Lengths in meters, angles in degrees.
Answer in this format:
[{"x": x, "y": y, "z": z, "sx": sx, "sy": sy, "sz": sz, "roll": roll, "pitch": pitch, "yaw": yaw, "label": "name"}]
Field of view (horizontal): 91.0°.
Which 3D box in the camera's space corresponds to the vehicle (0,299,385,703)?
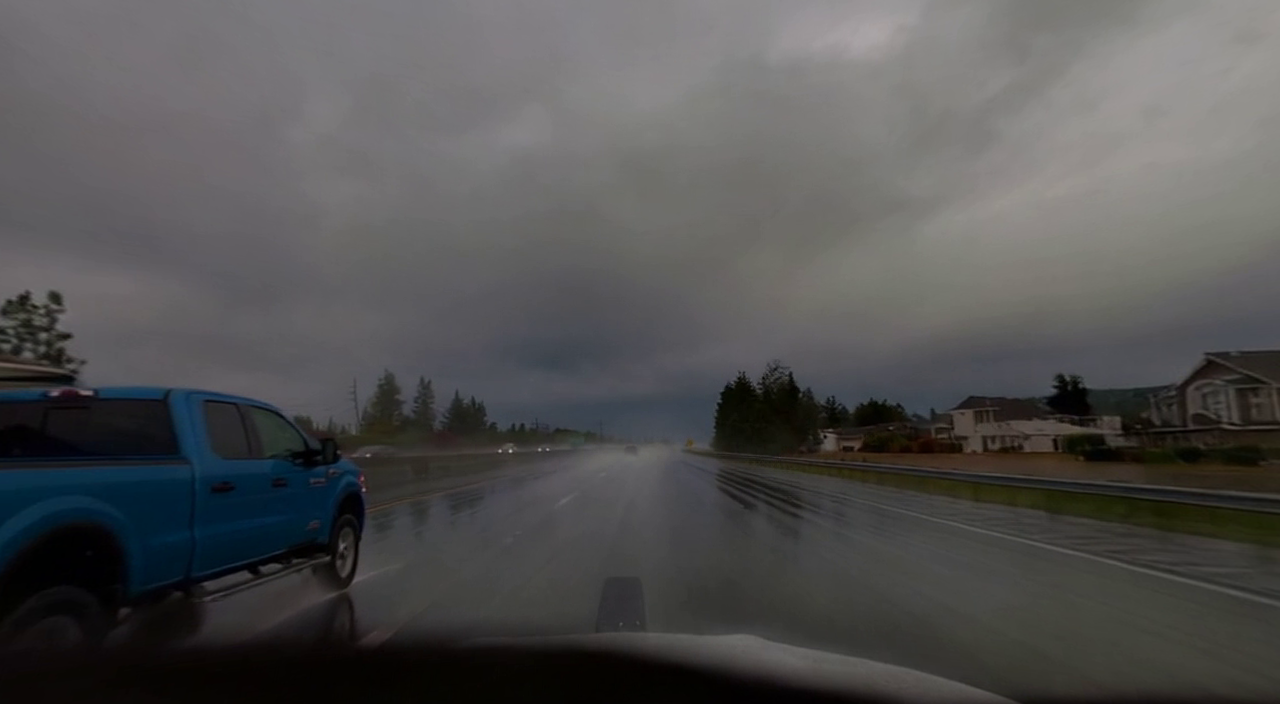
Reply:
[{"x": -3.505, "y": 0.844, "z": 3.184, "sx": 2.202, "sy": 1.836, "sz": 5.009, "roll": 0, "pitch": -9, "yaw": 1, "label": "vehicle"}]
